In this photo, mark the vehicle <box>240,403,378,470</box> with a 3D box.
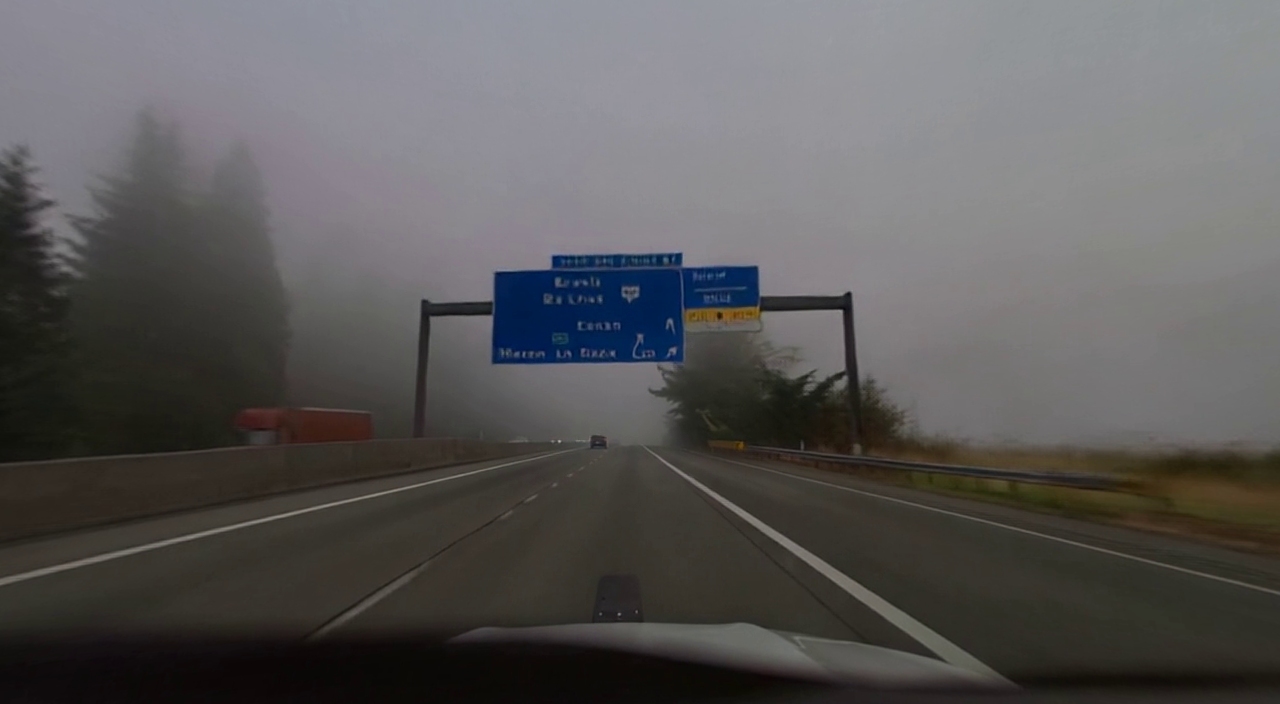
[{"bbox_3d":[-18.061,4.750,35.252,2.904,3.267,8.867,0,-8,0],"label":"vehicle"}]
